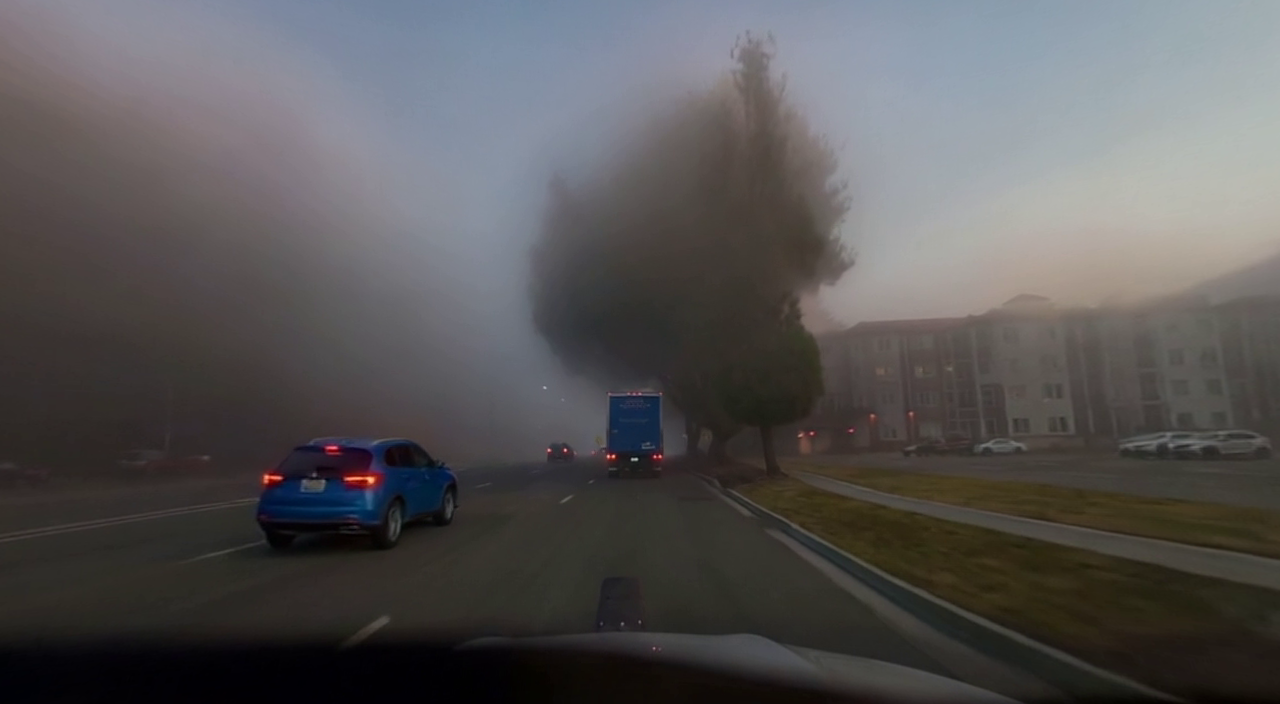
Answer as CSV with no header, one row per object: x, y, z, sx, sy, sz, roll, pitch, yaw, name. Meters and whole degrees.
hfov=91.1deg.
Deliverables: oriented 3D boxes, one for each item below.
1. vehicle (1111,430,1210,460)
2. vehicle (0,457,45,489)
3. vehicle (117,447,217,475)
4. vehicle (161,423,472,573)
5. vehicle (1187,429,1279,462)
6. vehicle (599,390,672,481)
25.773,4.631,31.153,3.503,1.419,1.646,1,-8,-4,vehicle
-33.391,6.314,32.947,4.394,1.478,2.084,-6,-10,34,vehicle
-35.848,8.248,47.696,5.845,1.983,2.215,-1,-8,2,vehicle
-4.056,1.893,8.960,2.078,1.597,4.355,0,-9,0,vehicle
27.341,4.258,28.591,3.341,1.387,1.619,-1,-8,-3,vehicle
-0.112,4.001,29.664,2.905,3.644,8.807,0,-9,1,vehicle
